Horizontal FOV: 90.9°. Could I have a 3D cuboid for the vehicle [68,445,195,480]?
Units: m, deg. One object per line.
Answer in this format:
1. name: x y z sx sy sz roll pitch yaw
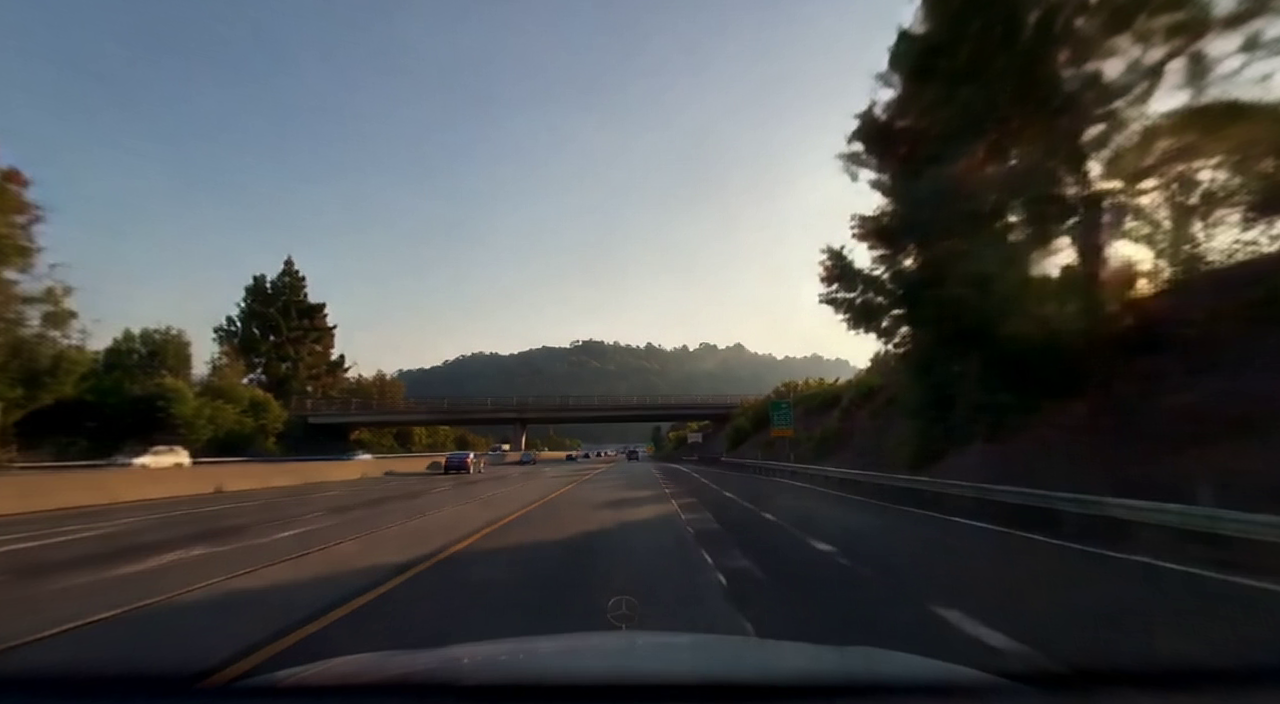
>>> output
1. vehicle: -29.852 6.488 37.389 1.912 1.789 6.830 -2 -8 0
